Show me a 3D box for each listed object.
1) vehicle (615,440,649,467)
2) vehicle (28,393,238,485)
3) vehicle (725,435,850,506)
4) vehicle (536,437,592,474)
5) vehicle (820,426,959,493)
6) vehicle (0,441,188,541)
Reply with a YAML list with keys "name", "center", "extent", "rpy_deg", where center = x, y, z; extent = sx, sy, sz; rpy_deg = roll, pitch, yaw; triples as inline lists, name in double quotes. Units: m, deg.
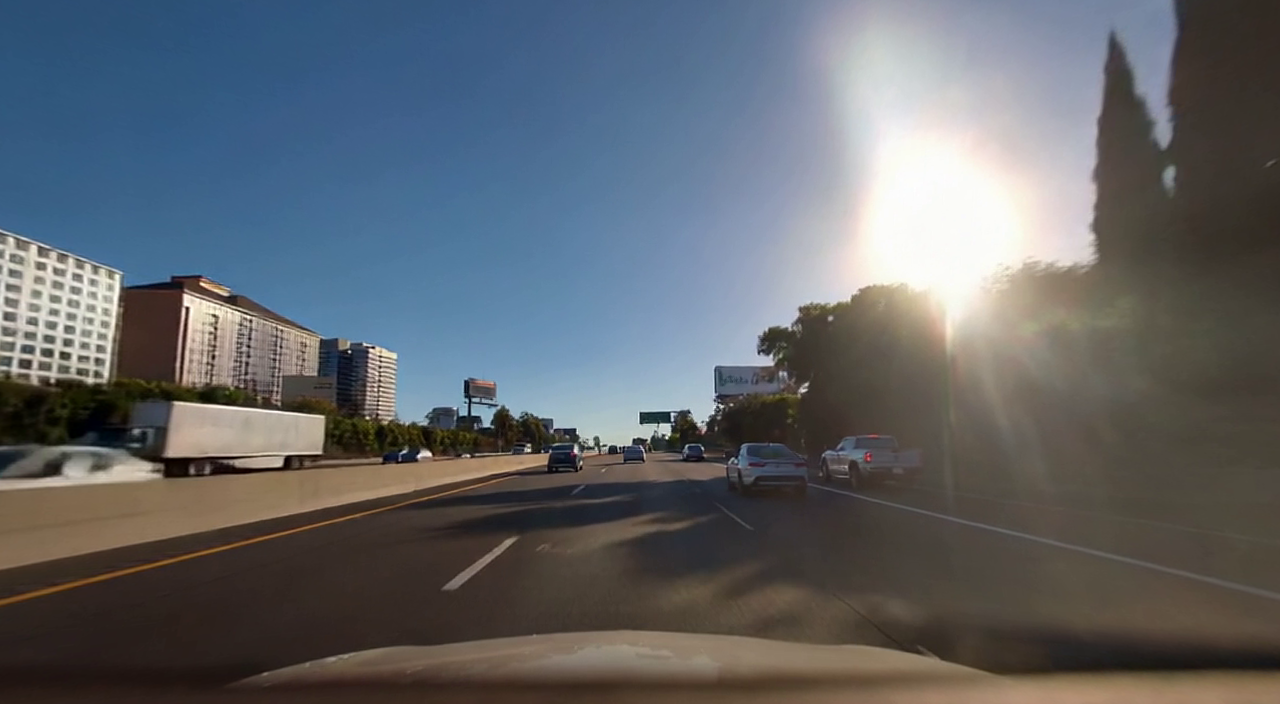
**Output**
- name: "vehicle"
  center: [-0.525, 6.771, 42.269]
  extent: [2.191, 1.685, 4.015]
  rpy_deg: [0, -9, 0]
- name: "vehicle"
  center: [-25.955, 4.621, 33.348]
  extent: [3.387, 4.158, 9.190]
  rpy_deg: [0, -9, -1]
- name: "vehicle"
  center: [3.493, 2.911, 15.962]
  extent: [1.987, 1.509, 4.512]
  rpy_deg: [0, -9, -1]
- name: "vehicle"
  center: [-3.791, 5.293, 32.520]
  extent: [2.256, 1.756, 4.745]
  rpy_deg: [0, -9, 0]
- name: "vehicle"
  center: [7.420, 3.258, 19.487]
  extent: [2.176, 1.793, 4.841]
  rpy_deg: [0, -9, -2]
- name: "vehicle"
  center: [-10.871, 2.404, 11.420]
  extent: [1.960, 1.528, 4.643]
  rpy_deg: [0, -9, -1]
